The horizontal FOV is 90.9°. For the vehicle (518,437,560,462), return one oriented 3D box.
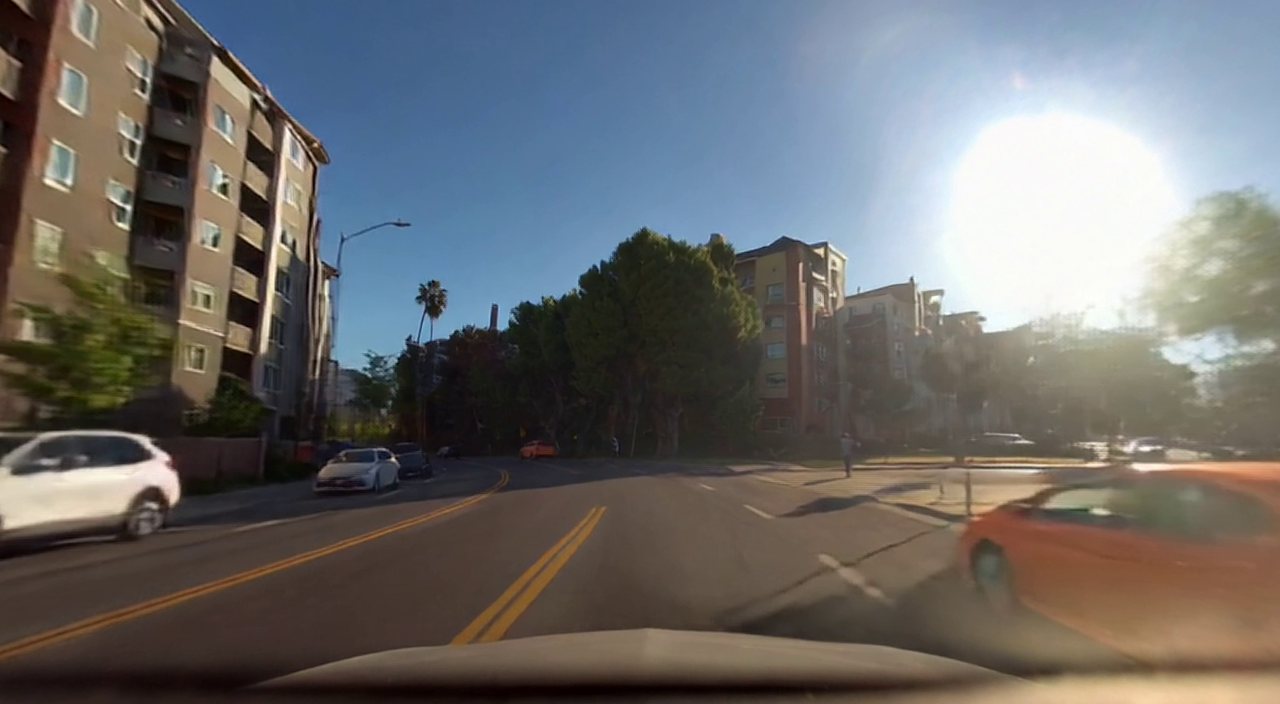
[{"bbox_3d":[-7.762,7.412,48.230,2.000,1.809,4.405,4,-9,-24],"label":"vehicle"}]

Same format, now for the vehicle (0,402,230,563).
[{"bbox_3d":[-8.510,1.811,8.694,2.347,1.846,4.915,-5,-9,2],"label":"vehicle"}]

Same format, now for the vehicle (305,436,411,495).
[{"bbox_3d":[-8.966,3.606,20.484,1.994,1.697,4.436,2,-8,-9],"label":"vehicle"}]

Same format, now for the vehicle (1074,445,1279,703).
[{"bbox_3d":[3.101,1.042,2.173,1.559,1.351,2.452,2,-10,5],"label":"vehicle"}]
